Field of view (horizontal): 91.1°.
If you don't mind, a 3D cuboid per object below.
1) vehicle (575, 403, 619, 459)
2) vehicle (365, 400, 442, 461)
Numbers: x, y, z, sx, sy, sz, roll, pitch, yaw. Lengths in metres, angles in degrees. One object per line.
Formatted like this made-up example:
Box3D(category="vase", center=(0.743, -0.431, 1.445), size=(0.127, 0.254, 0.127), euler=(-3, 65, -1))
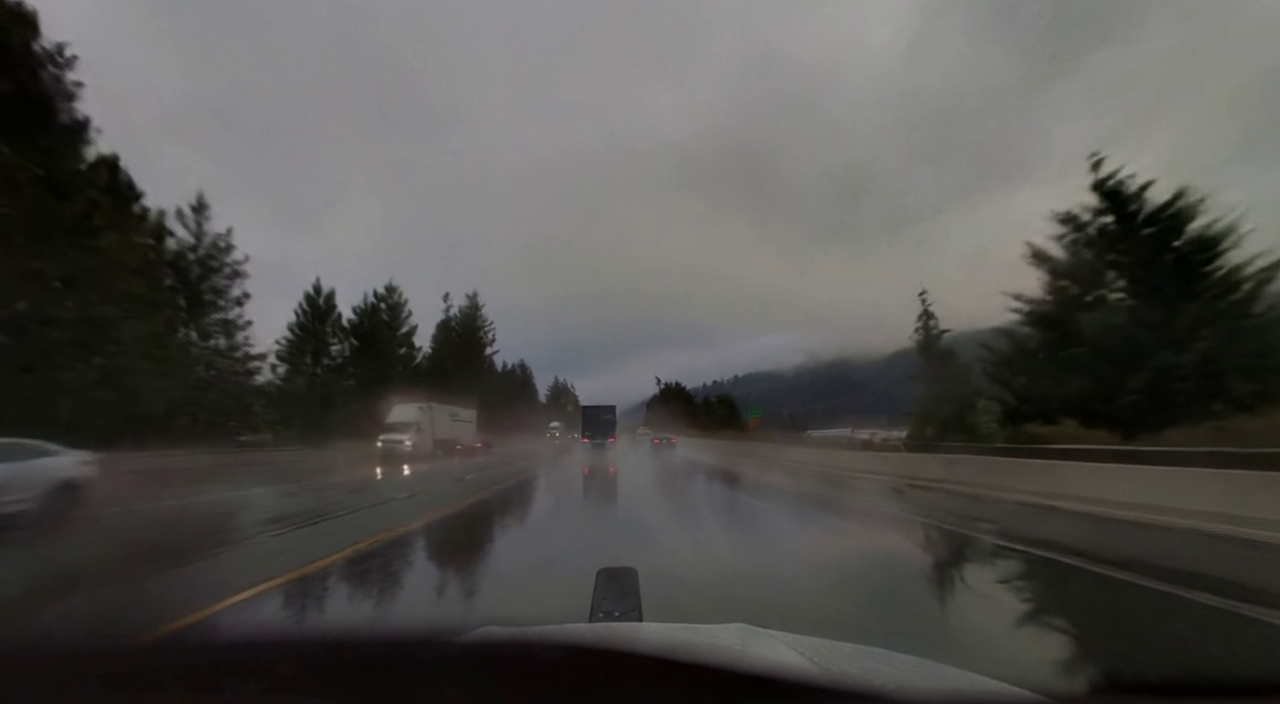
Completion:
Box3D(category="vehicle", center=(-2.548, 4.905, 38.900), size=(2.450, 3.098, 6.965), euler=(0, -8, -2))
Box3D(category="vehicle", center=(-15.838, 5.344, 42.585), size=(2.952, 3.869, 5.852), euler=(0, -8, -2))
